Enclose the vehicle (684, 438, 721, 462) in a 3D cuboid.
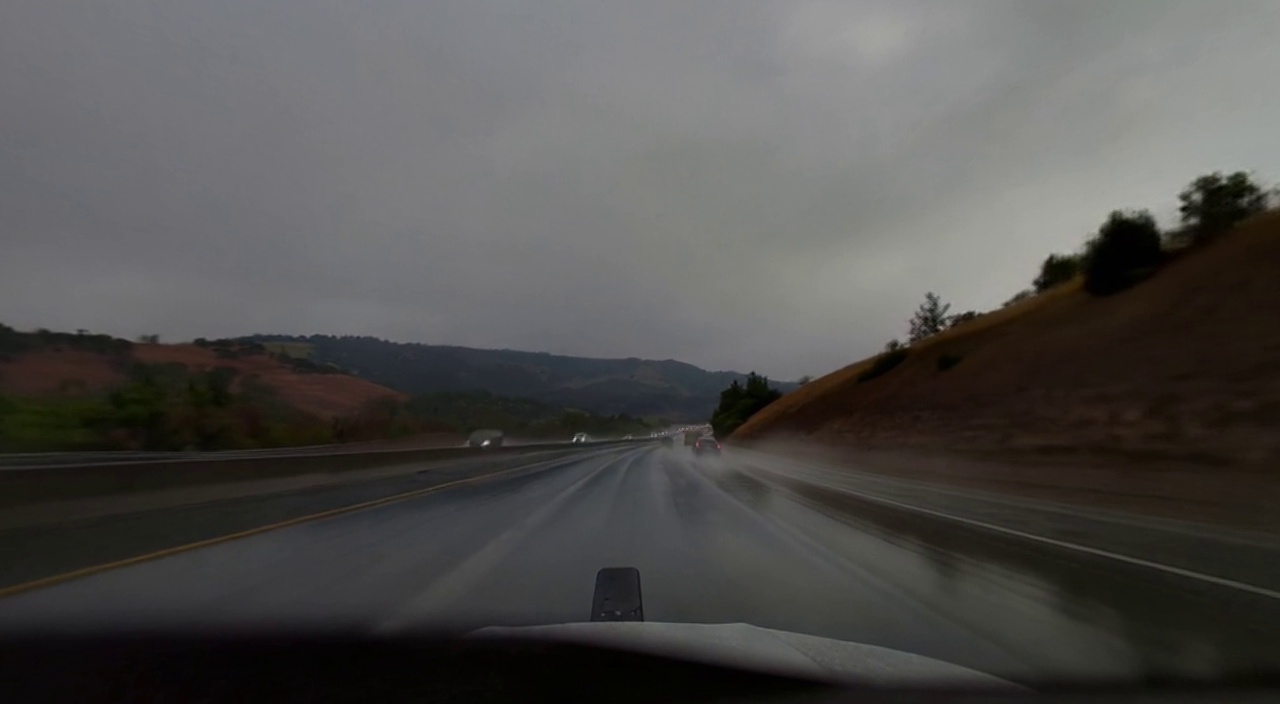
[{"bbox_3d":[4.003,6.353,40.975,1.943,1.490,4.246,0,-8,0],"label":"vehicle"}]
